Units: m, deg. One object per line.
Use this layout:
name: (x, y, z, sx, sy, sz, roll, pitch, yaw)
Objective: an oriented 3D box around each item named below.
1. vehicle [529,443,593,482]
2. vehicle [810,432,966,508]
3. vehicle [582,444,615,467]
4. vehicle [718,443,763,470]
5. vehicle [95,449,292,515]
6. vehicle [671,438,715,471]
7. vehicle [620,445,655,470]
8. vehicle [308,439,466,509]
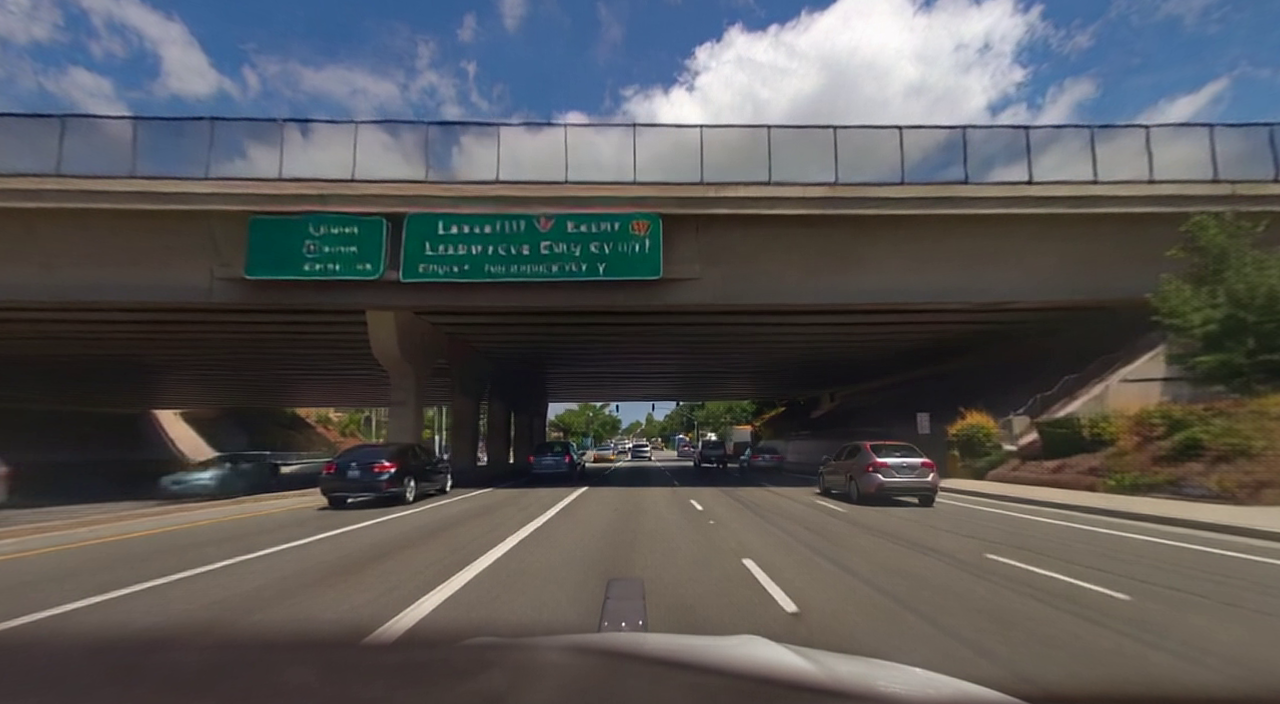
vehicle: (-3.180, 4.539, 26.038, 2.041, 1.466, 4.212, 0, -8, 1)
vehicle: (6.005, 2.895, 15.927, 2.056, 1.624, 4.498, 0, -8, 0)
vehicle: (-2.822, 7.131, 43.310, 1.980, 1.491, 4.351, 0, -8, 0)
vehicle: (6.057, 6.372, 38.422, 1.924, 1.527, 4.268, 0, -8, -2)
vehicle: (-11.743, 3.401, 17.020, 1.898, 1.475, 4.629, 0, -8, 1)
vehicle: (3.013, 5.924, 36.554, 2.034, 1.762, 4.420, 0, -8, -1)
vehicle: (-0.143, 6.420, 38.472, 2.026, 1.453, 3.780, 0, -8, 0)
vehicle: (-6.086, 2.960, 15.798, 2.070, 1.488, 4.376, 0, -8, 1)
